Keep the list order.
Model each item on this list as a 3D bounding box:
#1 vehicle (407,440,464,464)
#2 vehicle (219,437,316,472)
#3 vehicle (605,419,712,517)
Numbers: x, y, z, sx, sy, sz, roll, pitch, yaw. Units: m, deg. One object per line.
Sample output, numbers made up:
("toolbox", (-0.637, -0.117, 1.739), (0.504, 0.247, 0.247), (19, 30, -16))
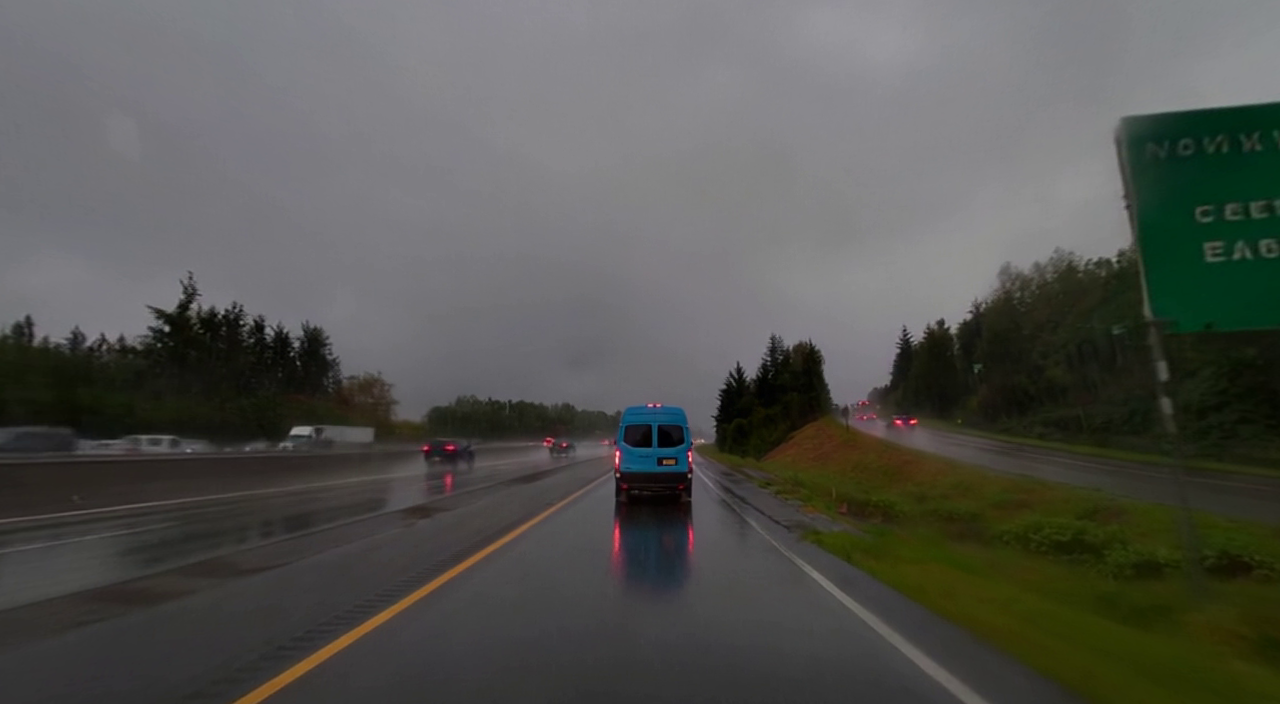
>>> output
("vehicle", (-15.169, 7.413, 47.112), (2.309, 1.683, 5.063), (-1, -8, 4))
("vehicle", (-19.479, 5.360, 33.264), (2.160, 1.691, 4.601), (-1, -8, 3))
("vehicle", (0.313, 2.541, 14.340), (2.043, 1.821, 4.558), (0, -8, -1))
